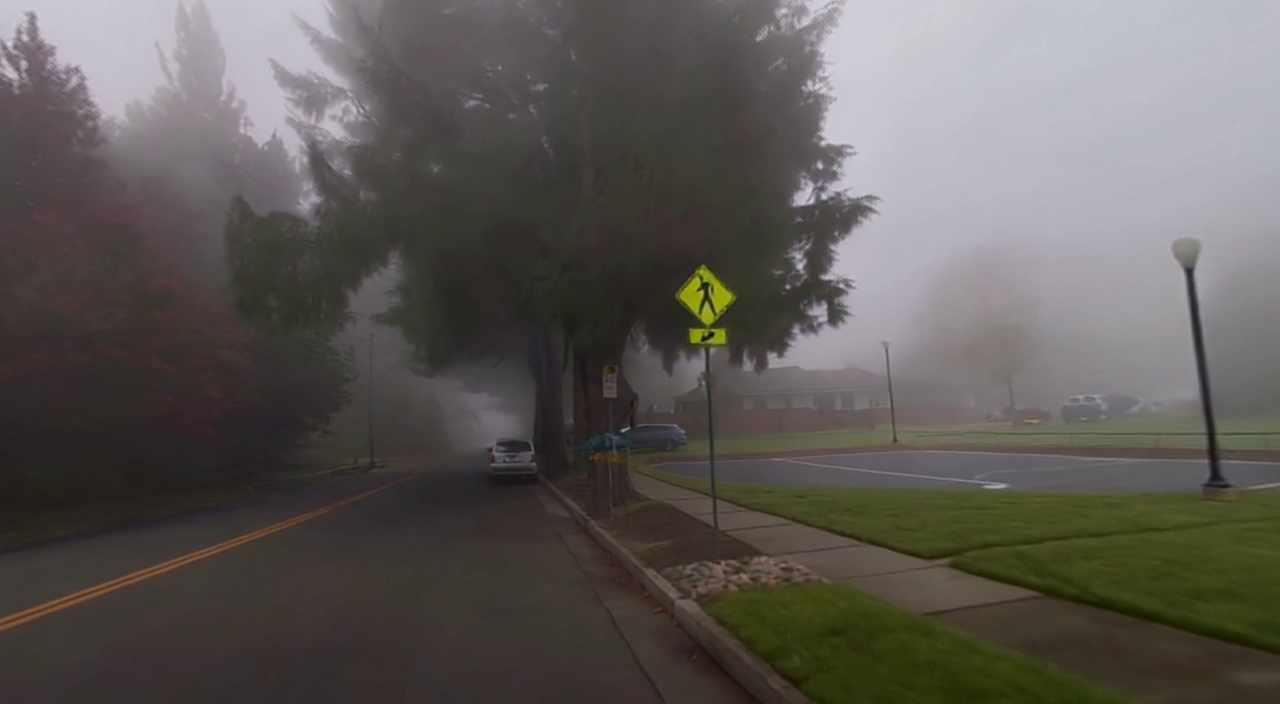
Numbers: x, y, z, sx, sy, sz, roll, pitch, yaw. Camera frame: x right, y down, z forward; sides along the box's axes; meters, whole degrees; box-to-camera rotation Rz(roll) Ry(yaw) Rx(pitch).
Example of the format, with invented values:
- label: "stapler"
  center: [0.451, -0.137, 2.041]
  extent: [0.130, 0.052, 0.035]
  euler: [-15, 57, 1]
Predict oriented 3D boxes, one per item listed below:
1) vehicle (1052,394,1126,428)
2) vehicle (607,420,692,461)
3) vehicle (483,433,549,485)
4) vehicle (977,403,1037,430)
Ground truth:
- label: "vehicle"
  center: [25.173, 3.356, 35.383]
  extent: [4.481, 1.634, 1.973]
  euler: [6, -11, -37]
- label: "vehicle"
  center: [0.583, 4.748, 34.157]
  extent: [4.390, 1.696, 1.954]
  euler: [0, -6, -44]
- label: "vehicle"
  center: [-4.725, 4.016, 23.991]
  extent: [2.204, 1.776, 4.262]
  euler: [2, -9, -11]
- label: "vehicle"
  center: [24.160, 4.268, 41.499]
  extent: [4.245, 1.601, 1.912]
  euler: [7, -11, -39]
